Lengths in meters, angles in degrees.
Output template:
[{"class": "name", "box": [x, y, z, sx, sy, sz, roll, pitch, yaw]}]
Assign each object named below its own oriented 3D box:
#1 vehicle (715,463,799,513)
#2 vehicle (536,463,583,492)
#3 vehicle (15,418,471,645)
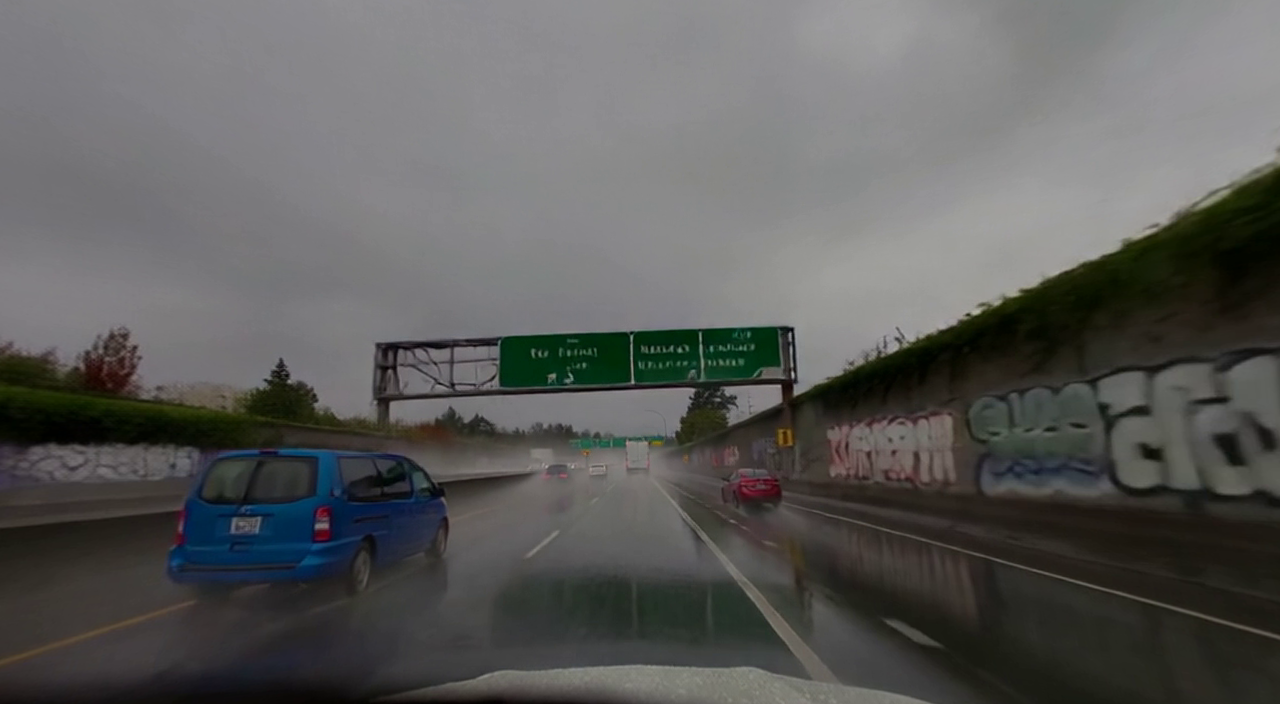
[{"class": "vehicle", "box": [3.768, 4.469, 21.063, 1.917, 1.458, 4.199, 1, -10, -2]}, {"class": "vehicle", "box": [-4.330, 6.828, 34.480, 2.054, 1.443, 4.131, 1, -10, -1]}, {"class": "vehicle", "box": [-3.484, 1.708, 6.883, 2.004, 1.610, 4.508, 1, -10, 0]}]
